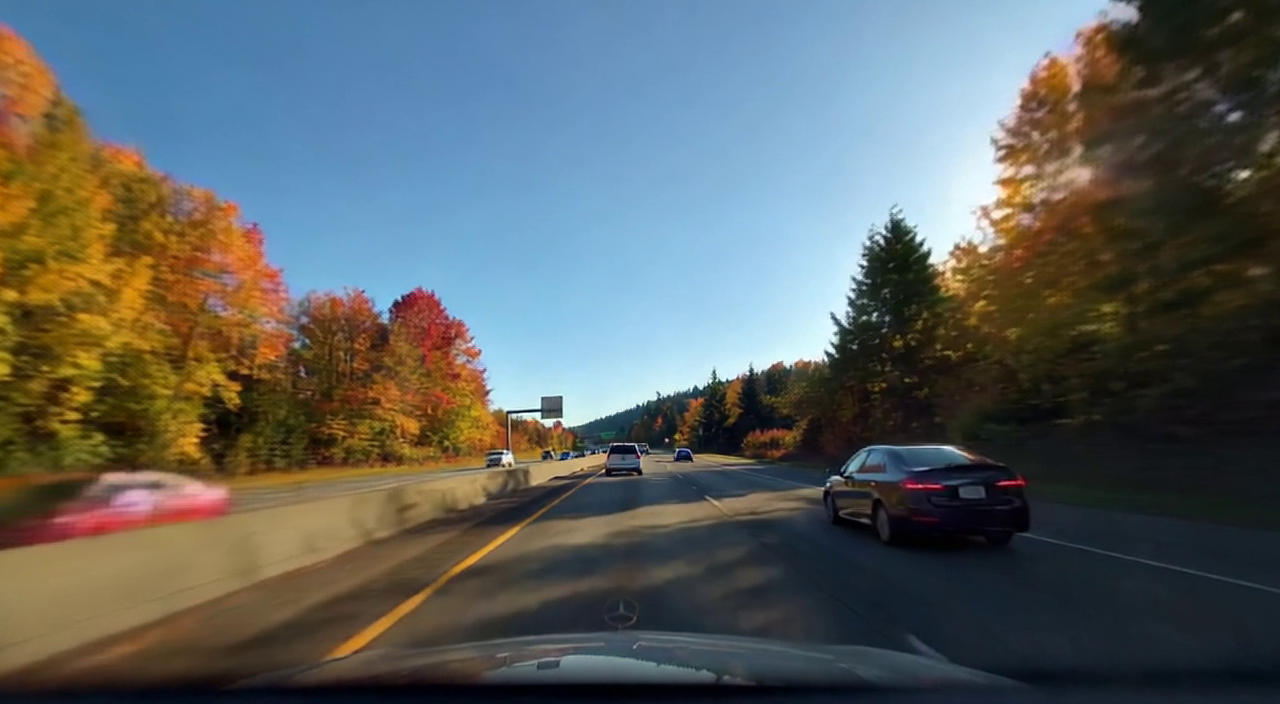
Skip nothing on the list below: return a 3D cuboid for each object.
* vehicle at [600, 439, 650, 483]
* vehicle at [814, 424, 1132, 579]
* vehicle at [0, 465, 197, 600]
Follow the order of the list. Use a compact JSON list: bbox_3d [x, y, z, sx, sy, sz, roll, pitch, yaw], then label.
[{"bbox_3d":[-0.597,4.579,26.539,1.937,1.699,3.936,0,-9,0],"label":"vehicle"},{"bbox_3d":[3.940,1.820,8.479,1.843,1.505,4.339,0,-9,-1],"label":"vehicle"},{"bbox_3d":[-8.700,2.436,8.859,1.801,1.528,4.211,0,-9,0],"label":"vehicle"}]
